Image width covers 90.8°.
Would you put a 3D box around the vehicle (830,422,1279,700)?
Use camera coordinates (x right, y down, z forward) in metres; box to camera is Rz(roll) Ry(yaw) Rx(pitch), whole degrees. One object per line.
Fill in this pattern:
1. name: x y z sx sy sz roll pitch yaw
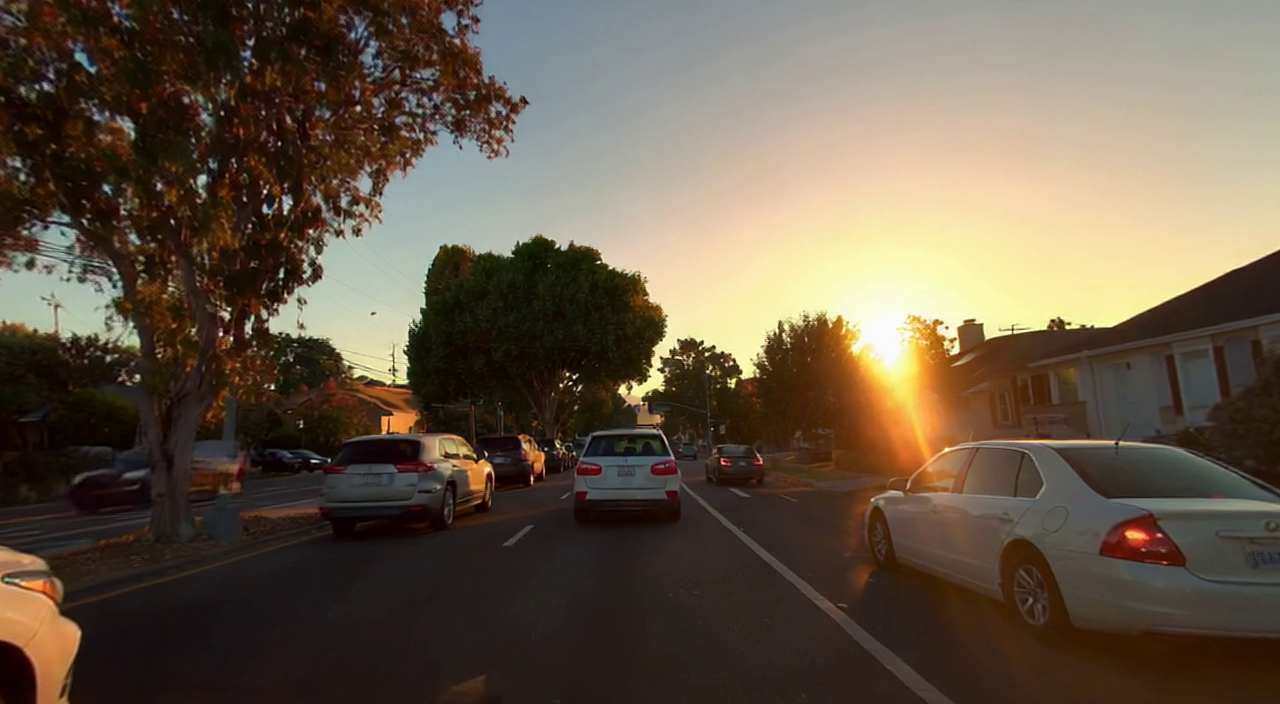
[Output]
1. vehicle: 3.471 1.462 5.774 1.977 1.480 4.589 0 -8 -1

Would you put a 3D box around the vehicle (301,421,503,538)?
1. vehicle: -3.724 2.066 10.862 1.864 1.576 4.324 0 -8 -1

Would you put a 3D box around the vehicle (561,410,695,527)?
1. vehicle: -0.258 2.198 12.438 2.164 1.867 4.254 0 -8 -2

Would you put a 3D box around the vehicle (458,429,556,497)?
1. vehicle: -3.645 3.103 18.096 1.932 1.695 4.150 0 -8 0

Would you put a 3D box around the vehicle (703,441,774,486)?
1. vehicle: 3.487 4.015 23.132 1.880 1.476 3.932 0 -8 -1

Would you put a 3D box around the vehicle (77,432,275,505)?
1. vehicle: -12.891 3.238 18.066 2.098 1.774 4.614 0 -8 0
